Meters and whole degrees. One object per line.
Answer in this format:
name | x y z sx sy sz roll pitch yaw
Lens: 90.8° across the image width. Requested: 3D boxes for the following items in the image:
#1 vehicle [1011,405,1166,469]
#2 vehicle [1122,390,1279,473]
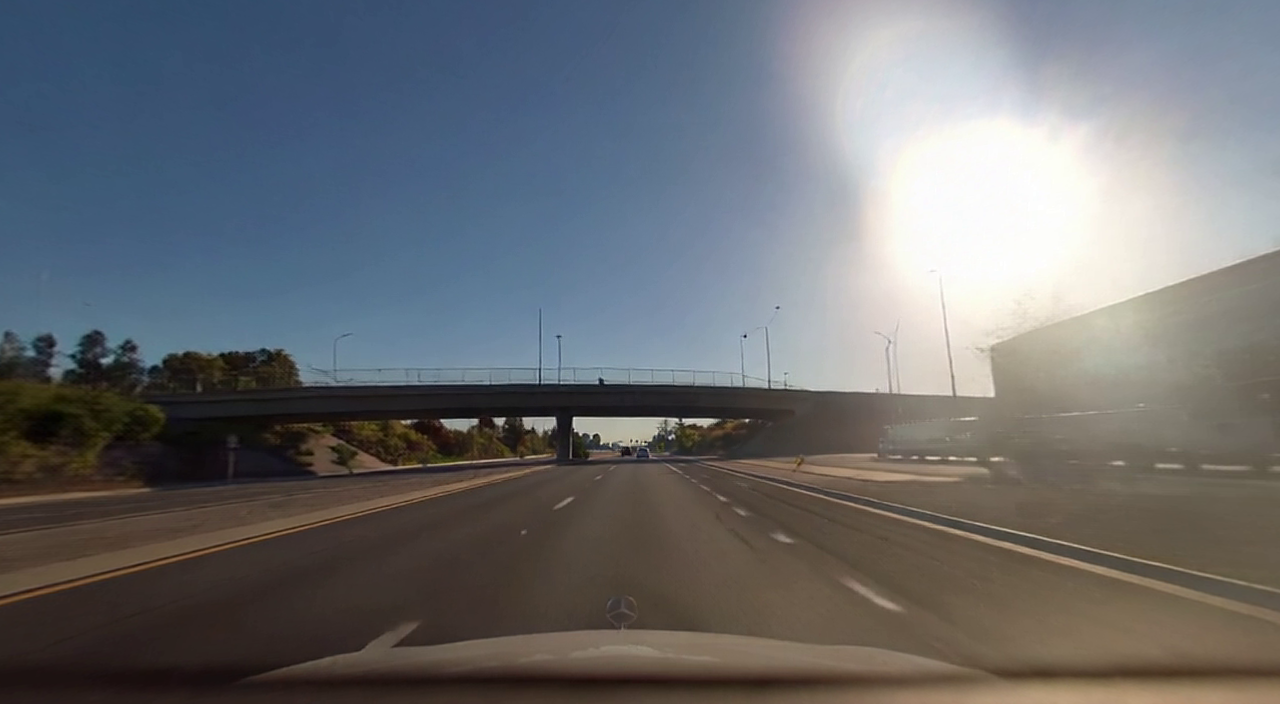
vehicle | 29.947 5.846 42.972 2.849 3.823 9.839 0 -9 -3
vehicle | 30.291 4.310 33.419 2.774 3.876 8.078 0 -9 -1
